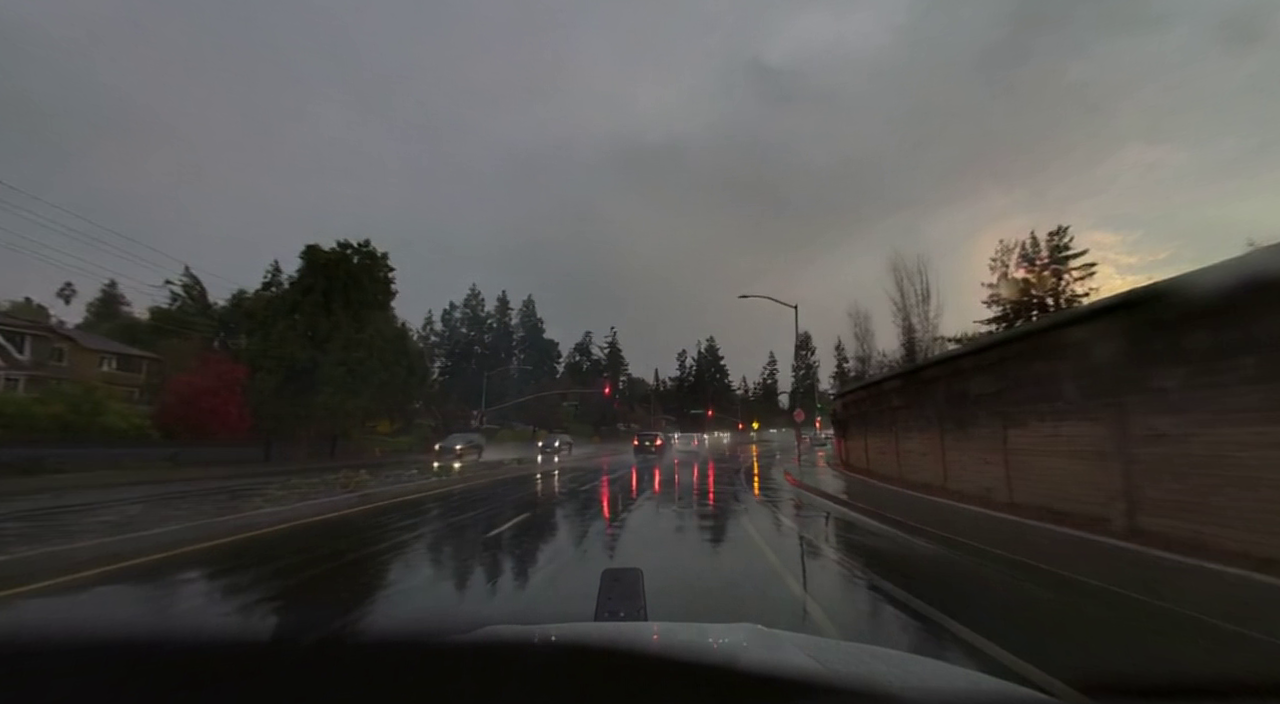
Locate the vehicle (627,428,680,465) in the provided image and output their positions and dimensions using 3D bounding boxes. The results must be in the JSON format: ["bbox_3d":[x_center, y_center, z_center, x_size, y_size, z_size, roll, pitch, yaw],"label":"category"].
[{"bbox_3d":[0.787,5.044,33.536,2.152,1.822,4.391,-1,-9,10],"label":"vehicle"}]

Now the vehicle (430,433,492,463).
[{"bbox_3d":[-11.043,6.000,39.150,2.111,1.751,4.757,-1,-9,5],"label":"vehicle"}]
